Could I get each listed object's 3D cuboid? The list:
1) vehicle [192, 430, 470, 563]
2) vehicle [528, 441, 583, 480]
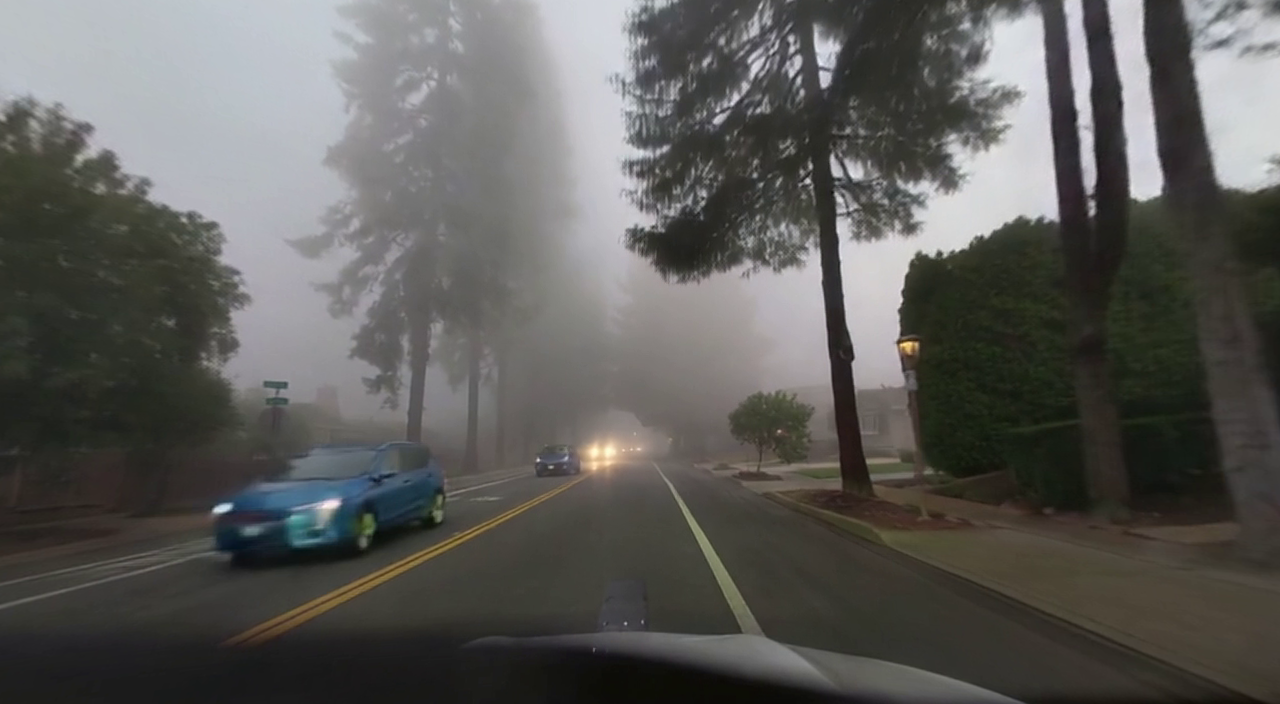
[{"bbox_3d":[-4.645,2.211,10.577,2.167,1.691,4.755,0,-8,1],"label":"vehicle"},{"bbox_3d":[-4.159,5.384,31.744,2.041,1.780,4.618,0,-8,1],"label":"vehicle"}]
